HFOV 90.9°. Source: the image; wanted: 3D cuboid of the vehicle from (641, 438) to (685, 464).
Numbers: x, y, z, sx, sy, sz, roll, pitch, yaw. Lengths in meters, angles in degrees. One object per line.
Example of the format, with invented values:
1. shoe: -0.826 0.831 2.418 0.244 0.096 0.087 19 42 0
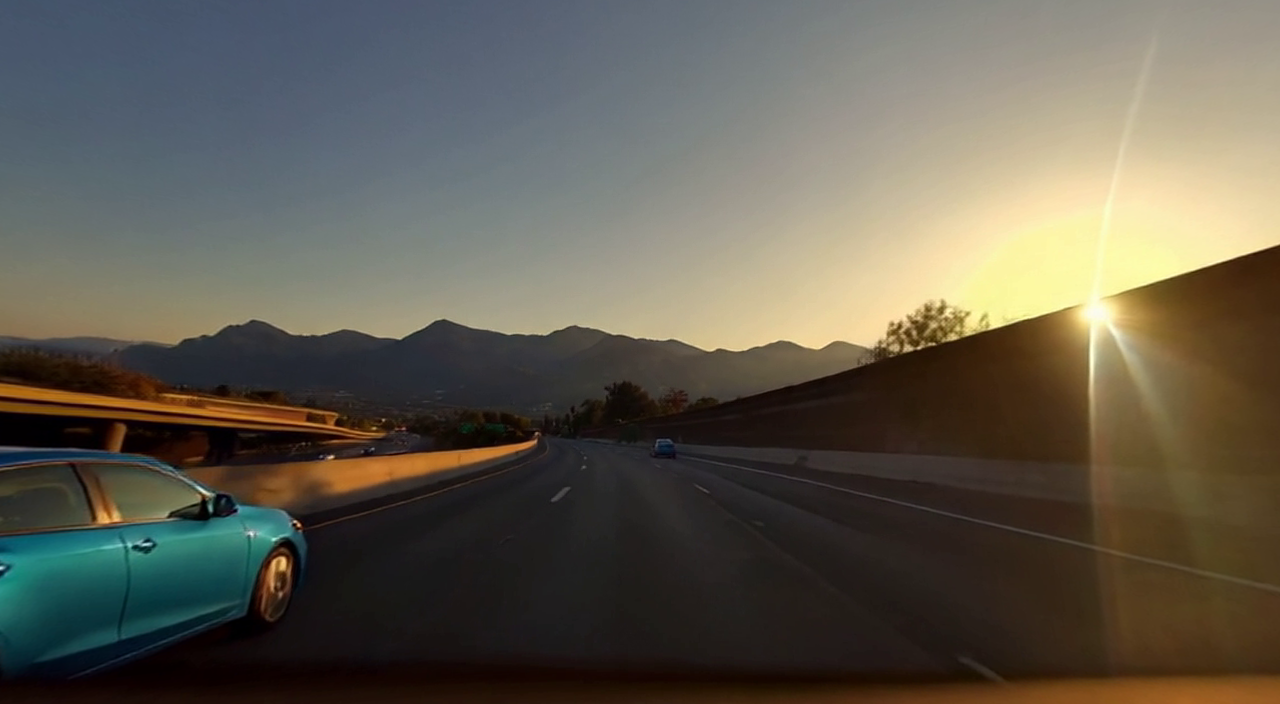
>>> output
1. vehicle: 1.278 5.792 36.986 1.985 1.440 4.466 1 -8 -6
